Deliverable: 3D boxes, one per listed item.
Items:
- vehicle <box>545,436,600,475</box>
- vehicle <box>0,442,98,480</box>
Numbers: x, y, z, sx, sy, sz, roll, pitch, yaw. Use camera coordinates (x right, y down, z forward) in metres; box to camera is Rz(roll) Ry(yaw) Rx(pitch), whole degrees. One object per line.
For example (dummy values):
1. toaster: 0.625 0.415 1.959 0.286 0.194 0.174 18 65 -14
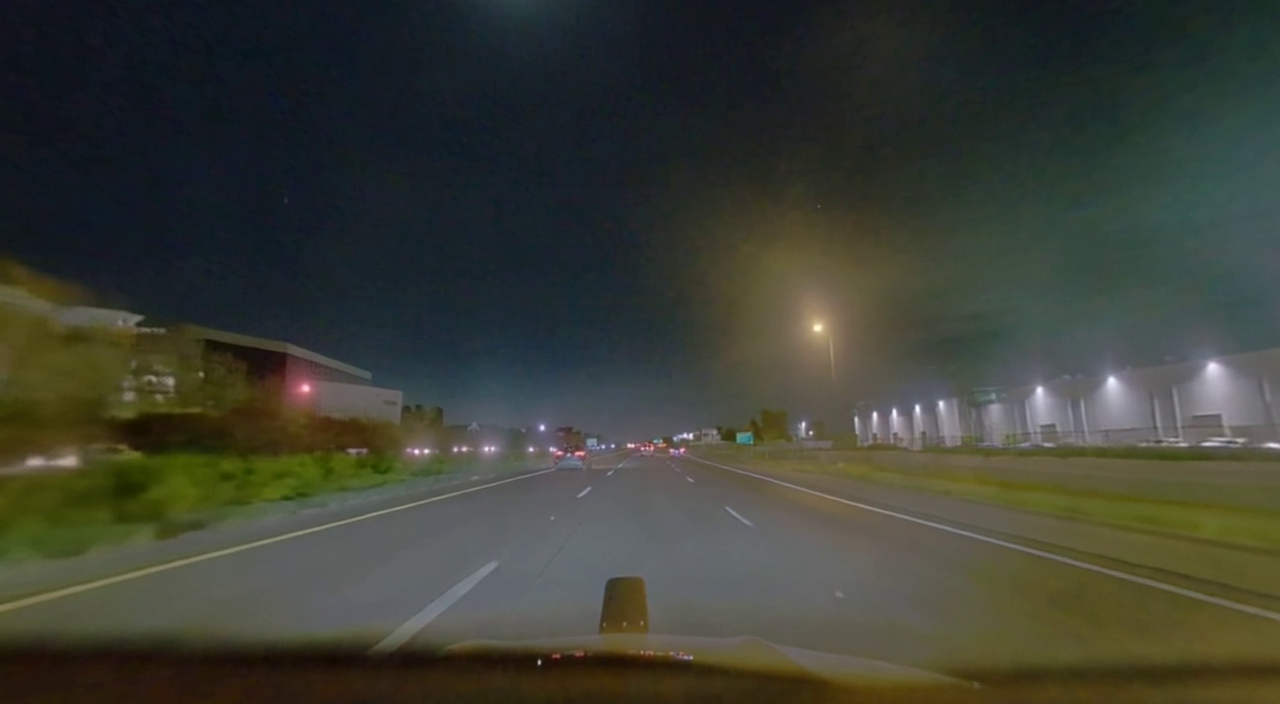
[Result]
1. vehicle: -3.431 5.421 33.172 2.218 1.850 4.774 0 -9 2
2. vehicle: -31.843 5.735 33.334 1.965 1.839 4.751 0 -9 1
